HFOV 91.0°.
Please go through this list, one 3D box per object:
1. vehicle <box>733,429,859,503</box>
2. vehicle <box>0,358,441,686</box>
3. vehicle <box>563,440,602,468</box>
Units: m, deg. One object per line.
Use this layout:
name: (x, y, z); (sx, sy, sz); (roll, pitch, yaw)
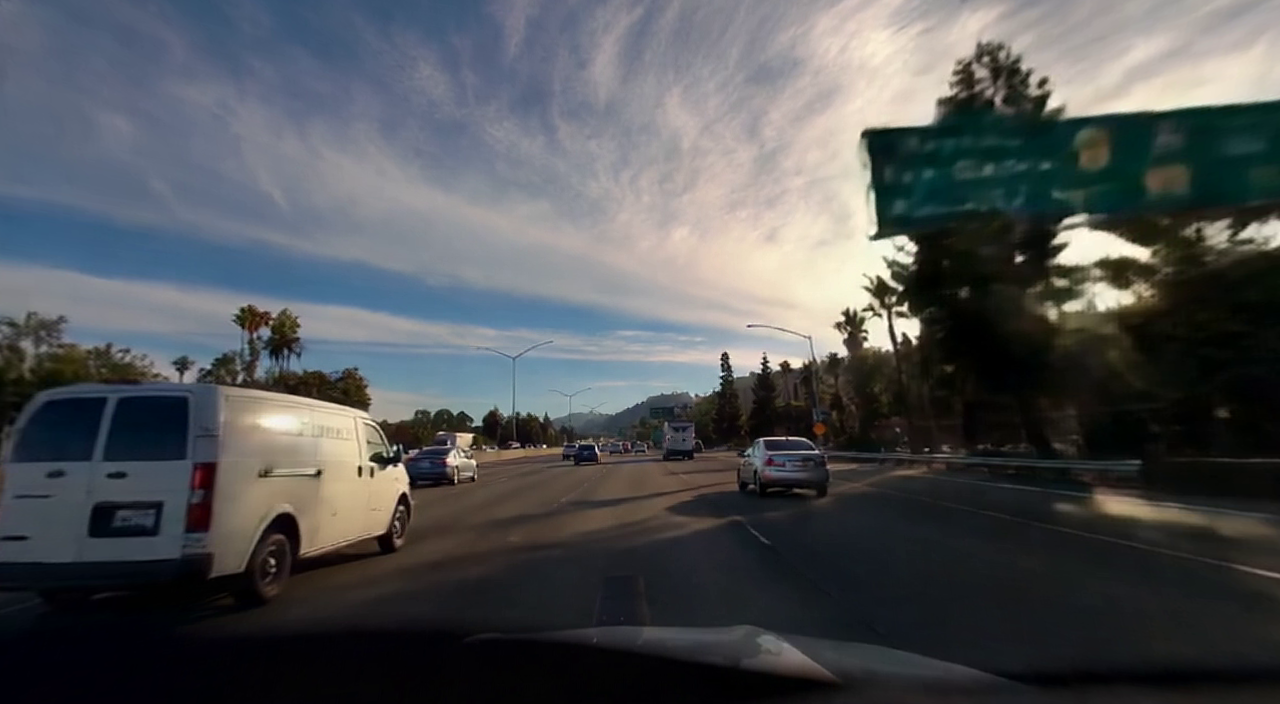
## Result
vehicle: (3.867, 2.928, 16.563); (2.124, 1.674, 4.494); (0, -9, -1)
vehicle: (-3.993, 1.362, 6.333); (2.215, 1.859, 5.375); (0, -9, 0)
vehicle: (-3.645, 6.552, 40.475); (2.017, 1.683, 4.094); (0, -9, 1)
